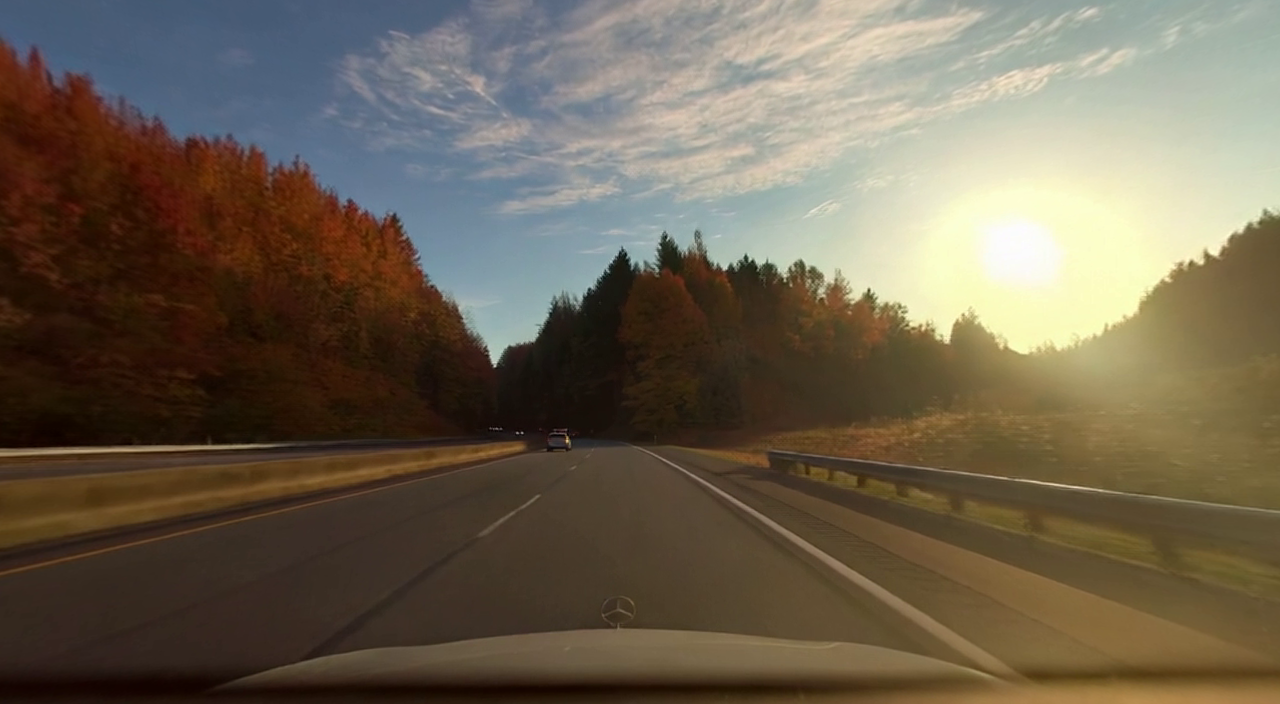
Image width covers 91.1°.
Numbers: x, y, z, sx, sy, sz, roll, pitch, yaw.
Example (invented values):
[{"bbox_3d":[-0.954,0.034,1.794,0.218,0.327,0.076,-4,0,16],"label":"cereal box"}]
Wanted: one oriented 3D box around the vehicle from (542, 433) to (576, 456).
[{"bbox_3d":[-5.732,6.585,45.067,2.073,1.559,4.393,0,-8,-3],"label":"vehicle"}]
